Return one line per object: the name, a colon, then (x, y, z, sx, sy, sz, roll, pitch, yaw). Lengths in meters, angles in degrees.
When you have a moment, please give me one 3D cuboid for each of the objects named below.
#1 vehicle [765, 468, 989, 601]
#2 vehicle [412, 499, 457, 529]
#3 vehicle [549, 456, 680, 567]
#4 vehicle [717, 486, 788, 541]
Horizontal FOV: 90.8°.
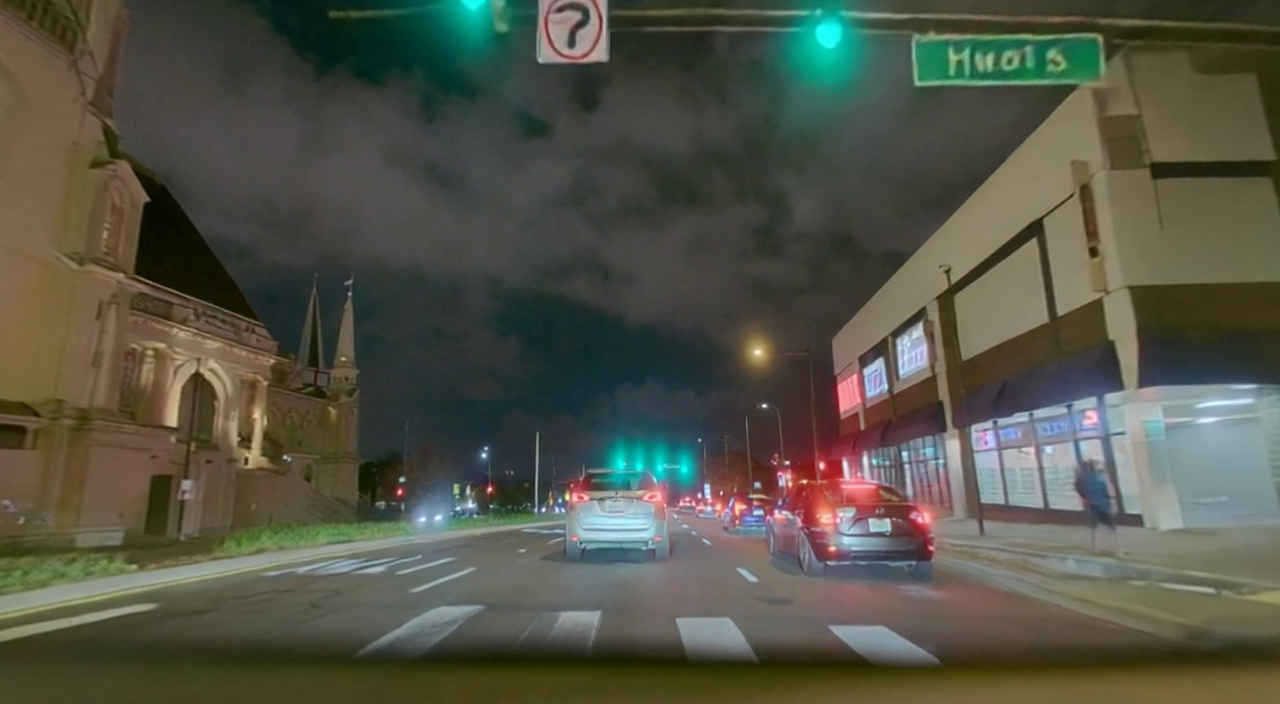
vehicle: (3.323, 2.626, 9.955, 1.883, 1.472, 4.471, 0, -9, 1)
vehicle: (-15.754, 12.407, 48.684, 1.901, 1.532, 4.733, -1, -6, 1)
vehicle: (-0.408, 3.004, 12.654, 2.168, 1.776, 4.135, 0, -9, 0)
vehicle: (3.879, 5.642, 22.423, 1.890, 1.491, 4.166, 0, -9, 2)
